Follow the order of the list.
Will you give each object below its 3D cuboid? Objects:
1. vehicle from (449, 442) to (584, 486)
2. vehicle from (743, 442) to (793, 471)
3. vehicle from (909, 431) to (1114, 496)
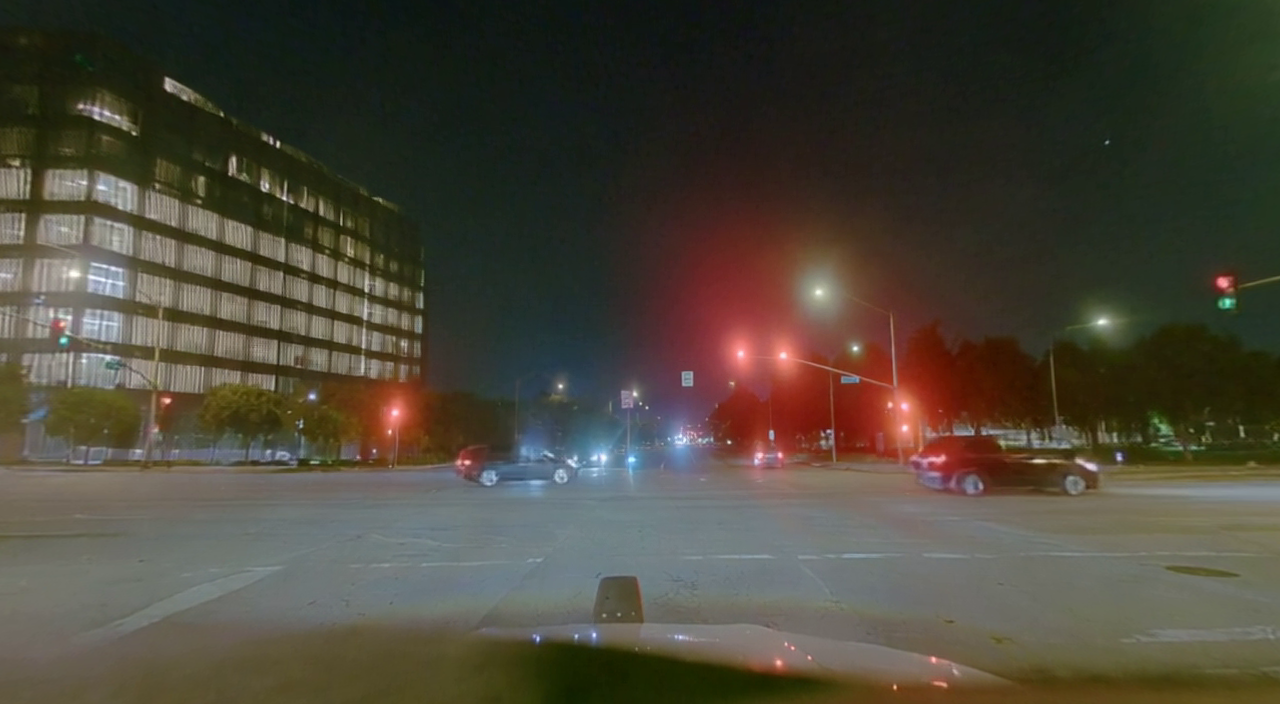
[{"bbox_3d":[-4.462,4.003,22.863,4.424,1.454,2.043,3,-9,-23],"label":"vehicle"},{"bbox_3d":[7.465,5.986,36.452,1.955,1.569,4.397,-4,-9,22],"label":"vehicle"},{"bbox_3d":[11.087,3.329,19.100,4.923,1.800,2.153,1,-8,-6],"label":"vehicle"}]
